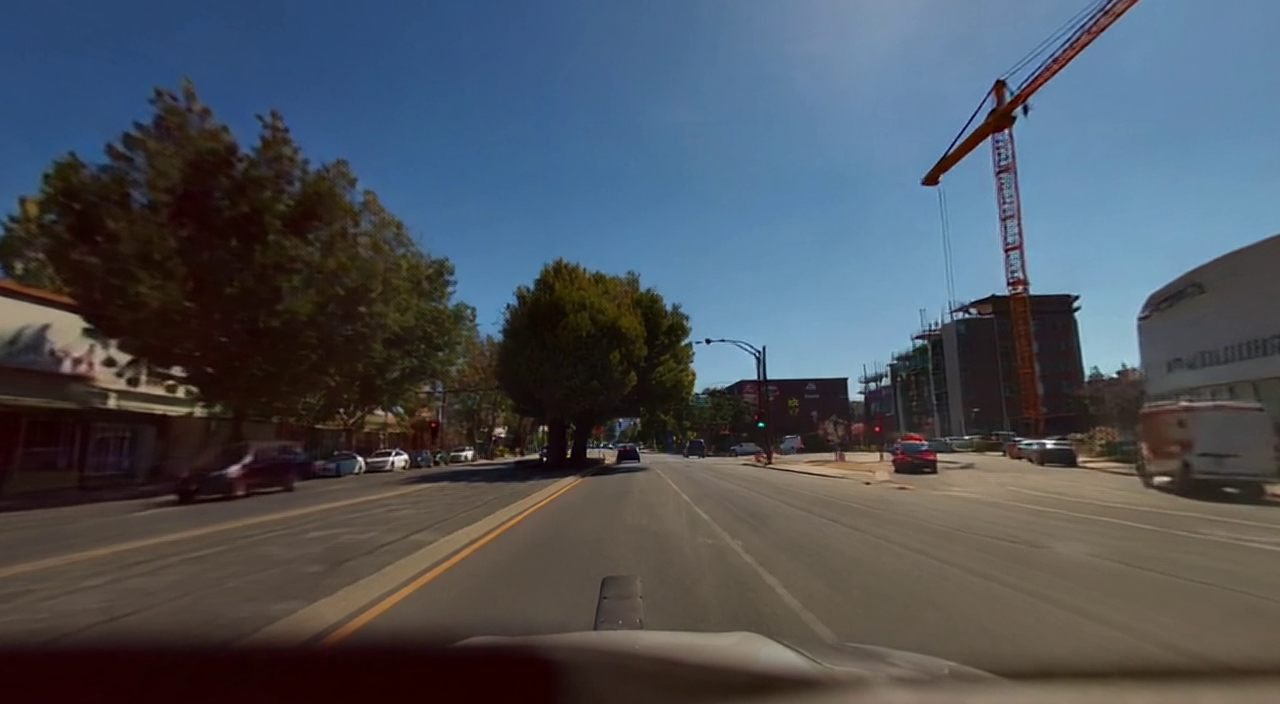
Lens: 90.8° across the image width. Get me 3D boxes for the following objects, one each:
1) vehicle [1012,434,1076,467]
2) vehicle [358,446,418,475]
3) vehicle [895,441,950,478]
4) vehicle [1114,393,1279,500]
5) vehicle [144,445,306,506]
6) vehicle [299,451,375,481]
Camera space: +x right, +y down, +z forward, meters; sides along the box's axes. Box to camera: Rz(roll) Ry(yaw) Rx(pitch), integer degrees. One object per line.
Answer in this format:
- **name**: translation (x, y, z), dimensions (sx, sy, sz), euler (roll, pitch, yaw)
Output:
- **vehicle**: translation (25.508, 6.213, 40.079), dimensions (2.159, 1.920, 4.948), euler (-3, -9, 18)
- **vehicle**: translation (-16.390, 7.035, 41.359), dimensions (2.070, 1.774, 4.549), euler (0, -9, 0)
- **vehicle**: translation (12.525, 4.737, 28.231), dimensions (1.961, 1.485, 4.762), euler (-4, -9, 21)
- **vehicle**: translation (16.940, 2.832, 19.023), dimensions (2.311, 2.722, 5.823), euler (-3, -9, 18)
- **vehicle**: translation (-11.959, 3.545, 18.622), dimensions (1.897, 1.557, 4.218), euler (0, -8, 0)
- **vehicle**: translation (-16.486, 6.179, 34.627), dimensions (1.780, 1.493, 4.703), euler (0, -9, 1)
